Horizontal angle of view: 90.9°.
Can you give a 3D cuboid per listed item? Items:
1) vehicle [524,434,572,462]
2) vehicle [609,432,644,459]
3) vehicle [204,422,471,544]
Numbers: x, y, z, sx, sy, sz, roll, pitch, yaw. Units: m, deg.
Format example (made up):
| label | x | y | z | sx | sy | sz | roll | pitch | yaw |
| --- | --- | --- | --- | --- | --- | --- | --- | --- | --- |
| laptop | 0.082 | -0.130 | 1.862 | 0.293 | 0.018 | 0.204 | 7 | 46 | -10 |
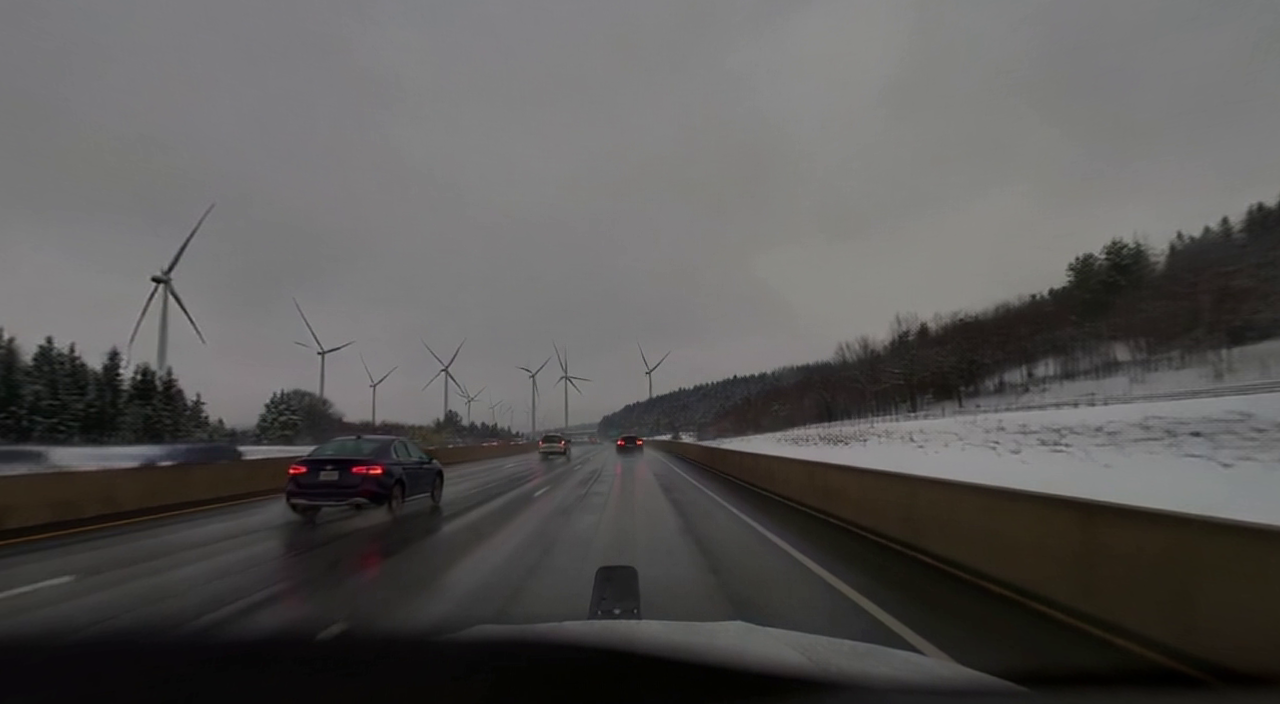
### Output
| label | x | y | z | sx | sy | sz | roll | pitch | yaw |
| --- | --- | --- | --- | --- | --- | --- | --- | --- | --- |
| vehicle | -4.902 | 5.190 | 34.186 | 2.059 | 1.436 | 3.802 | 0 | -8 | -1 |
| vehicle | -0.839 | 5.683 | 38.554 | 2.027 | 1.550 | 3.607 | 0 | -8 | -1 |
| vehicle | -4.306 | 1.911 | 10.025 | 1.998 | 1.468 | 4.635 | 0 | -8 | -1 |
